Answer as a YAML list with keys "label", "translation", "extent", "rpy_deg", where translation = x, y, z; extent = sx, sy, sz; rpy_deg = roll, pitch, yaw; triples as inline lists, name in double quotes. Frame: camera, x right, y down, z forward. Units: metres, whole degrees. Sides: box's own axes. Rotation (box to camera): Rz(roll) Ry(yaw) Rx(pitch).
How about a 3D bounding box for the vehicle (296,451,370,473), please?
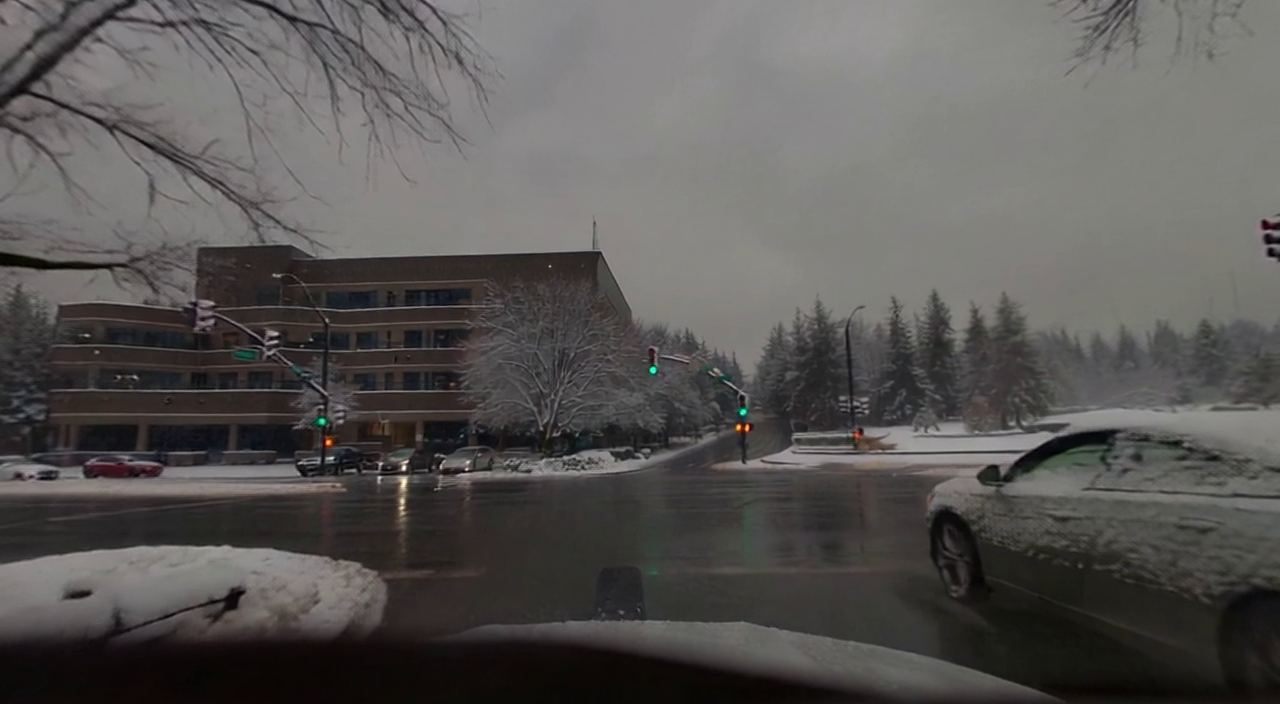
- label: "vehicle"
  translation: [-21.670, 7.792, 44.713]
  extent: [4.207, 1.508, 1.875]
  rpy_deg: [0, -9, 2]

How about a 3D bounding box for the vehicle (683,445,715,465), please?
- label: "vehicle"
  translation: [4.507, 7.978, 49.144]
  extent: [1.983, 1.453, 4.180]
  rpy_deg: [0, -9, -1]

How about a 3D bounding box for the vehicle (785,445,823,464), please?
- label: "vehicle"
  translation: [12.748, 7.982, 49.268]
  extent: [2.006, 1.371, 3.426]
  rpy_deg: [0, -9, 0]

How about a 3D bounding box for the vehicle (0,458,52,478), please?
- label: "vehicle"
  translation: [-46.217, 8.613, 47.066]
  extent: [1.627, 1.392, 3.330]
  rpy_deg: [0, -9, -1]

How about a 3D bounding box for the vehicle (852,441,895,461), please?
- label: "vehicle"
  translation: [18.076, 7.686, 48.955]
  extent: [1.970, 1.449, 3.604]
  rpy_deg: [0, -9, 1]

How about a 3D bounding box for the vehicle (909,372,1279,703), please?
- label: "vehicle"
  translation: [3.324, 1.000, 3.326]
  extent: [1.903, 1.529, 4.254]
  rpy_deg: [0, -9, 0]

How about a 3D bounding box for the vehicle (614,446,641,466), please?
- label: "vehicle"
  translation: [-1.000, 8.113, 49.384]
  extent: [2.024, 1.489, 4.613]
  rpy_deg: [0, -9, -1]

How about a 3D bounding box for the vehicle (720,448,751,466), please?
- label: "vehicle"
  translation: [7.443, 8.185, 49.472]
  extent: [1.889, 1.358, 3.751]
  rpy_deg: [0, -9, 0]

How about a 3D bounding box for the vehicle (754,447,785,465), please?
- label: "vehicle"
  translation: [10.044, 8.067, 49.181]
  extent: [1.692, 1.343, 3.352]
  rpy_deg: [0, -9, -1]

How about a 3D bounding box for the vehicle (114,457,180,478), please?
- label: "vehicle"
  translation: [-36.307, 8.494, 46.617]
  extent: [1.709, 1.410, 3.945]
  rpy_deg: [0, -9, -1]

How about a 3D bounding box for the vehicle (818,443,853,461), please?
- label: "vehicle"
  translation: [15.223, 7.823, 49.380]
  extent: [1.704, 1.365, 3.315]
  rpy_deg: [0, -9, 1]

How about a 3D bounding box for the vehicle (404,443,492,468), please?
- label: "vehicle"
  translation: [-14.675, 7.916, 48.441]
  extent: [6.021, 1.868, 2.172]
  rpy_deg: [0, -9, 1]
